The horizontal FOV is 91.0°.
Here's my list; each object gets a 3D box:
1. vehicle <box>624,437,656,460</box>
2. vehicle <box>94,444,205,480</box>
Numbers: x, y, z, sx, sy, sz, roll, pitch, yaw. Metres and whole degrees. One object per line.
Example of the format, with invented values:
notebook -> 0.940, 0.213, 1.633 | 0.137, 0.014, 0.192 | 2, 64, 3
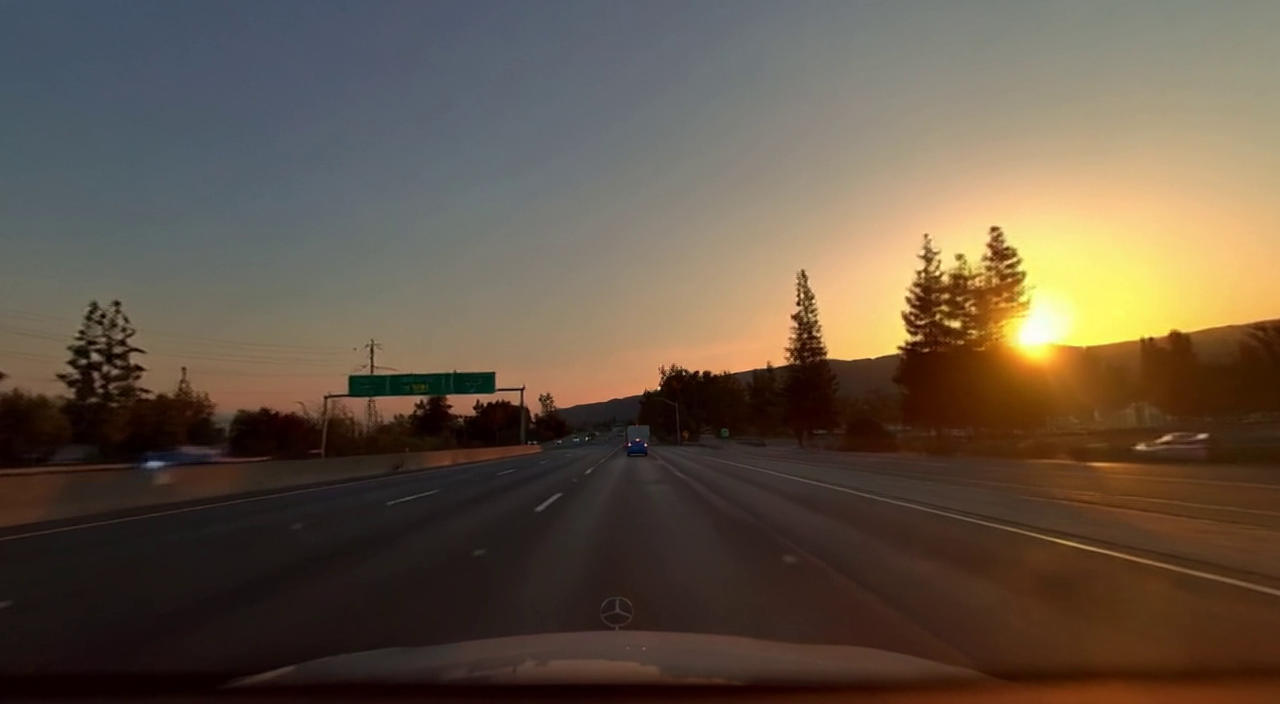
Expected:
vehicle -> -0.053, 6.480, 42.516 | 2.028, 1.440, 3.690 | 0, -8, -2
vehicle -> -22.494, 5.009, 29.089 | 1.836, 1.475, 4.187 | 0, -8, -1
